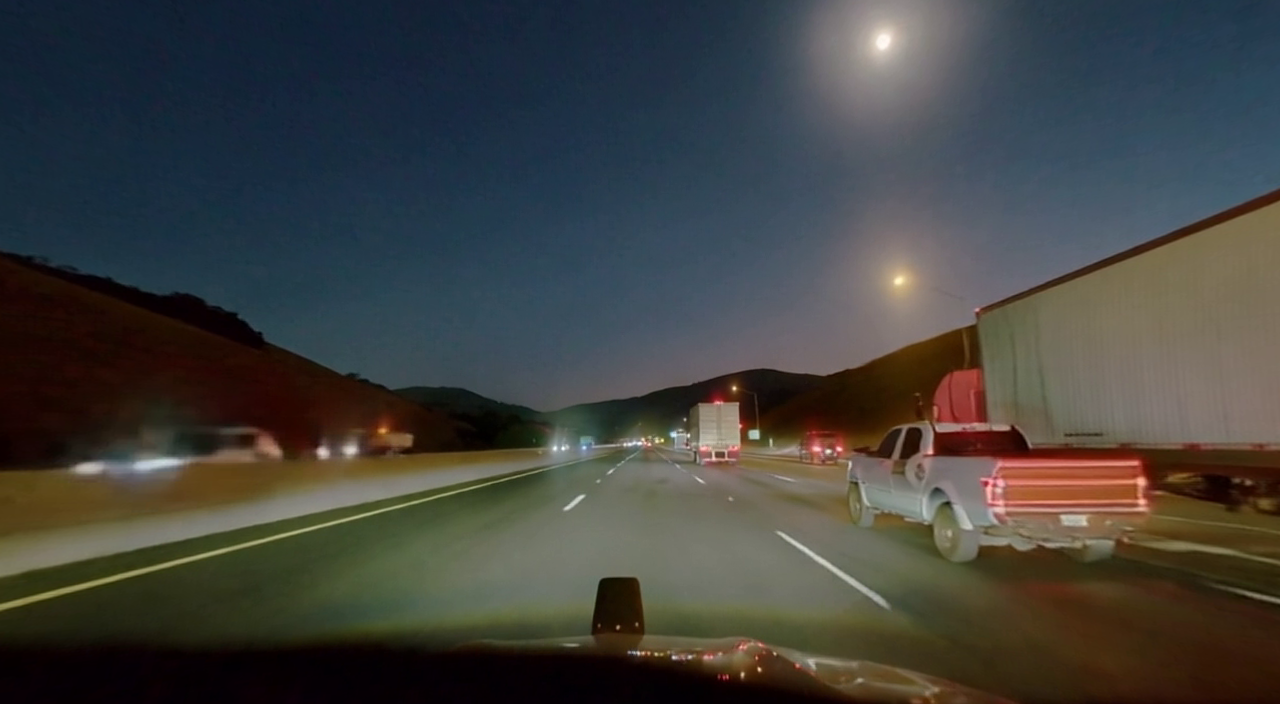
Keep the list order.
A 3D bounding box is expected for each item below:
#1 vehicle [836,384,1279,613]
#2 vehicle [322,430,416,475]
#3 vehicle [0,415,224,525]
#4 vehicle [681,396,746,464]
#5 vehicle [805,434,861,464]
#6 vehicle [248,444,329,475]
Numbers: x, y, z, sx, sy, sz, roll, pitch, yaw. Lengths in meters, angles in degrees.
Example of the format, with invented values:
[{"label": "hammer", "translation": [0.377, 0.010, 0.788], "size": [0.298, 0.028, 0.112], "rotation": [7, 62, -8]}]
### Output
[{"label": "vehicle", "translation": [3.892, 1.425, 6.973], "size": [2.055, 1.737, 4.224], "rotation": [0, -9, 0]}, {"label": "vehicle", "translation": [-14.869, 5.539, 35.053], "size": [2.496, 2.265, 5.849], "rotation": [0, -9, 1]}, {"label": "vehicle", "translation": [-9.161, 1.852, 10.536], "size": [1.794, 1.488, 3.755], "rotation": [-1, -7, 1]}, {"label": "vehicle", "translation": [4.649, 5.391, 42.351], "size": [3.049, 3.968, 10.706], "rotation": [0, -8, 0]}, {"label": "vehicle", "translation": [11.997, 6.059, 39.493], "size": [2.046, 1.741, 4.769], "rotation": [0, -9, 0]}, {"label": "vehicle", "translation": [-20.093, 6.136, 36.262], "size": [2.005, 1.679, 4.481], "rotation": [0, -9, 1]}]
